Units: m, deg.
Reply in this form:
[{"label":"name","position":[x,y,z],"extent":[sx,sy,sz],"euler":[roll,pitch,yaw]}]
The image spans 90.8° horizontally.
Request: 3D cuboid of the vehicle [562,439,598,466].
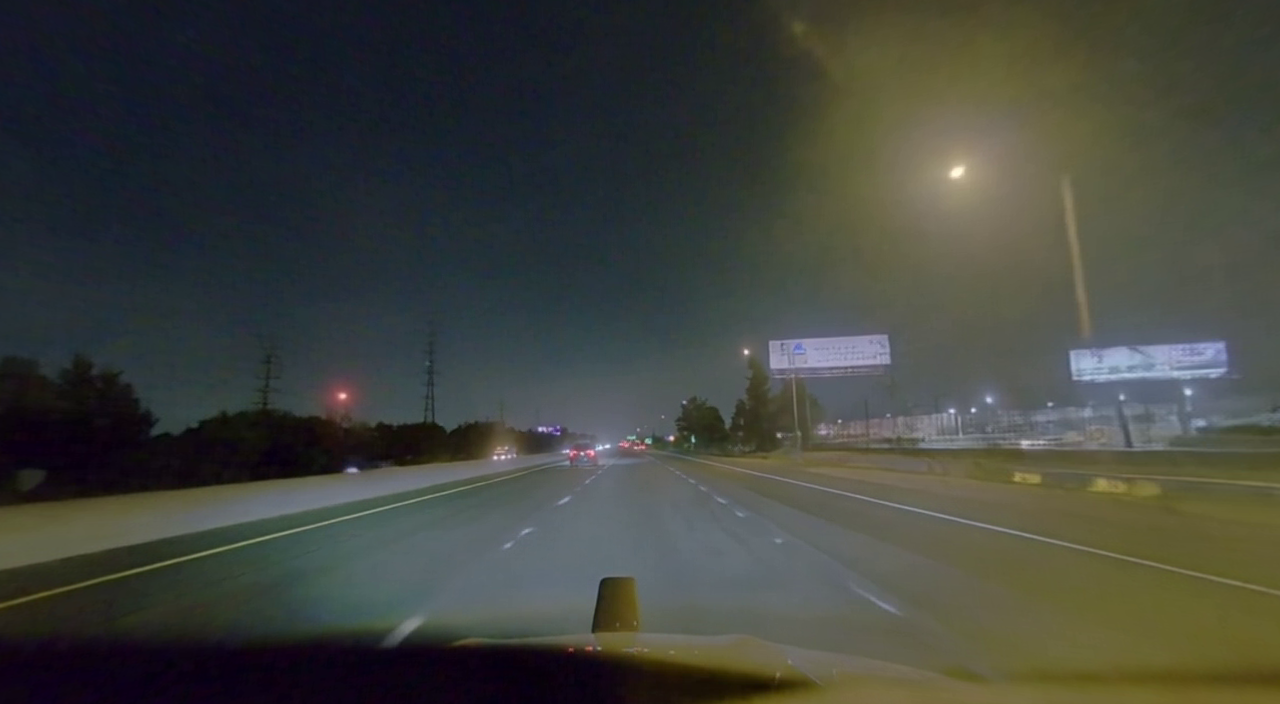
[{"label":"vehicle","position":[-4.385,7.443,46.947],"extent":[2.130,1.823,4.761],"euler":[0,-8,0]}]
